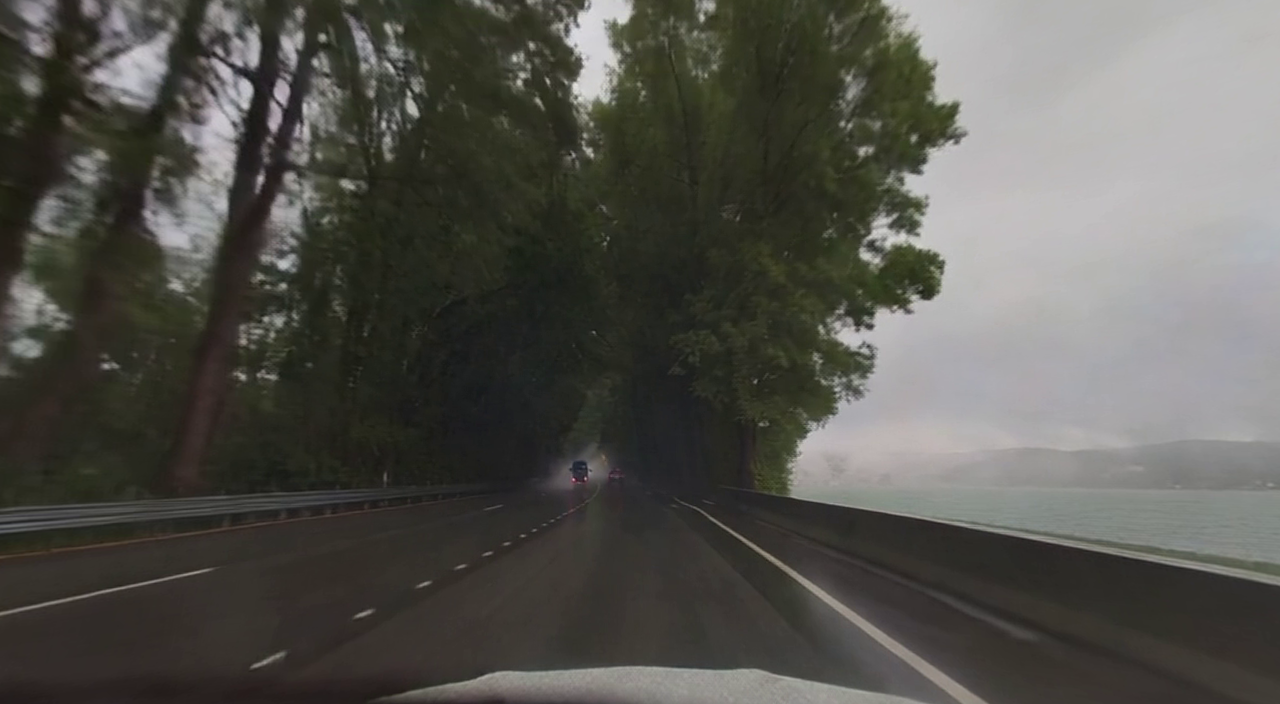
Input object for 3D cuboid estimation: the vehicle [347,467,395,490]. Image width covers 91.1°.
[{"bbox_3d":[-21.000,9.895,49.212,1.733,1.646,4.204,1,-11,1],"label":"vehicle"}]
